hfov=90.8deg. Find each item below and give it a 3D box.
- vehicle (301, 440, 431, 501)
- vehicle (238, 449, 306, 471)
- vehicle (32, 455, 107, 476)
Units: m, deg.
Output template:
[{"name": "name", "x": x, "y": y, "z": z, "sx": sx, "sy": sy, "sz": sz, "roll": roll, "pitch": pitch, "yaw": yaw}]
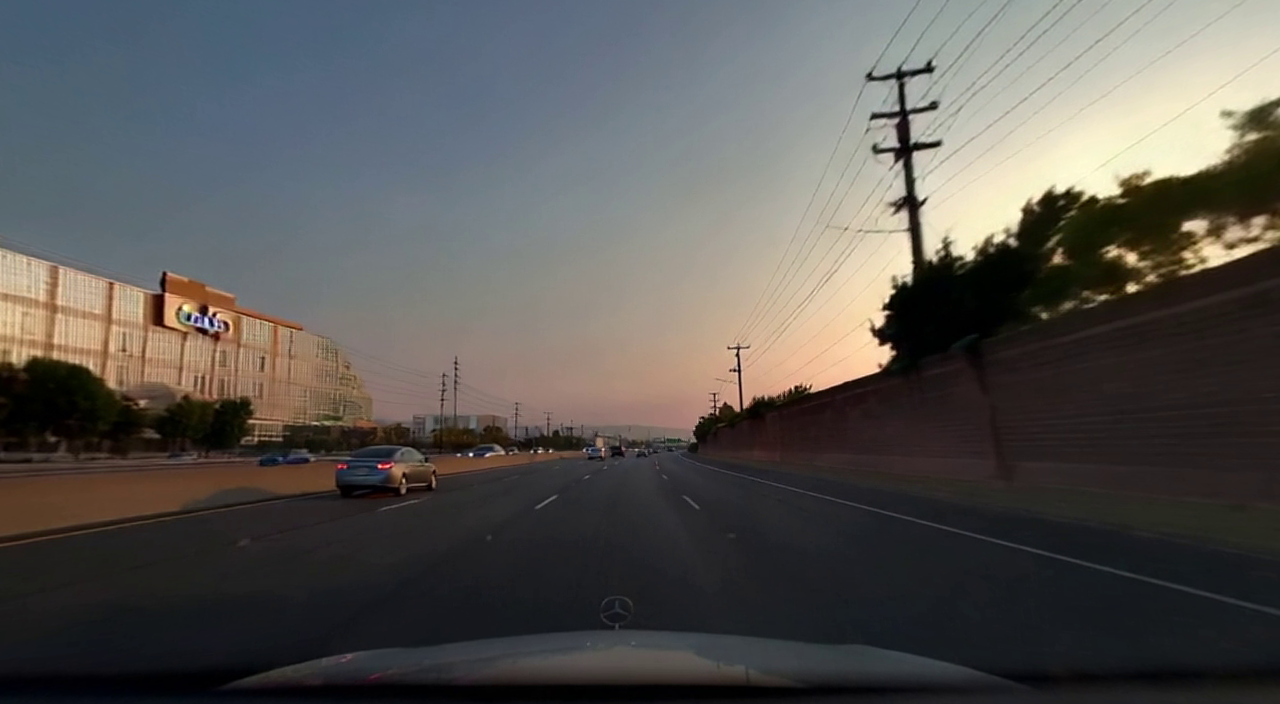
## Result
[{"name": "vehicle", "x": -7.797, "y": 3.386, "z": 18.463, "sx": 2.013, "sy": 1.574, "sz": 3.923, "roll": 0, "pitch": -9, "yaw": 0}, {"name": "vehicle", "x": -25.553, "y": 7.481, "z": 44.101, "sx": 1.851, "sy": 1.434, "sz": 4.694, "roll": 0, "pitch": -9, "yaw": 1}, {"name": "vehicle", "x": -44.297, "y": 8.777, "z": 49.184, "sx": 1.868, "sy": 1.466, "sz": 4.303, "roll": 0, "pitch": -9, "yaw": -2}]
